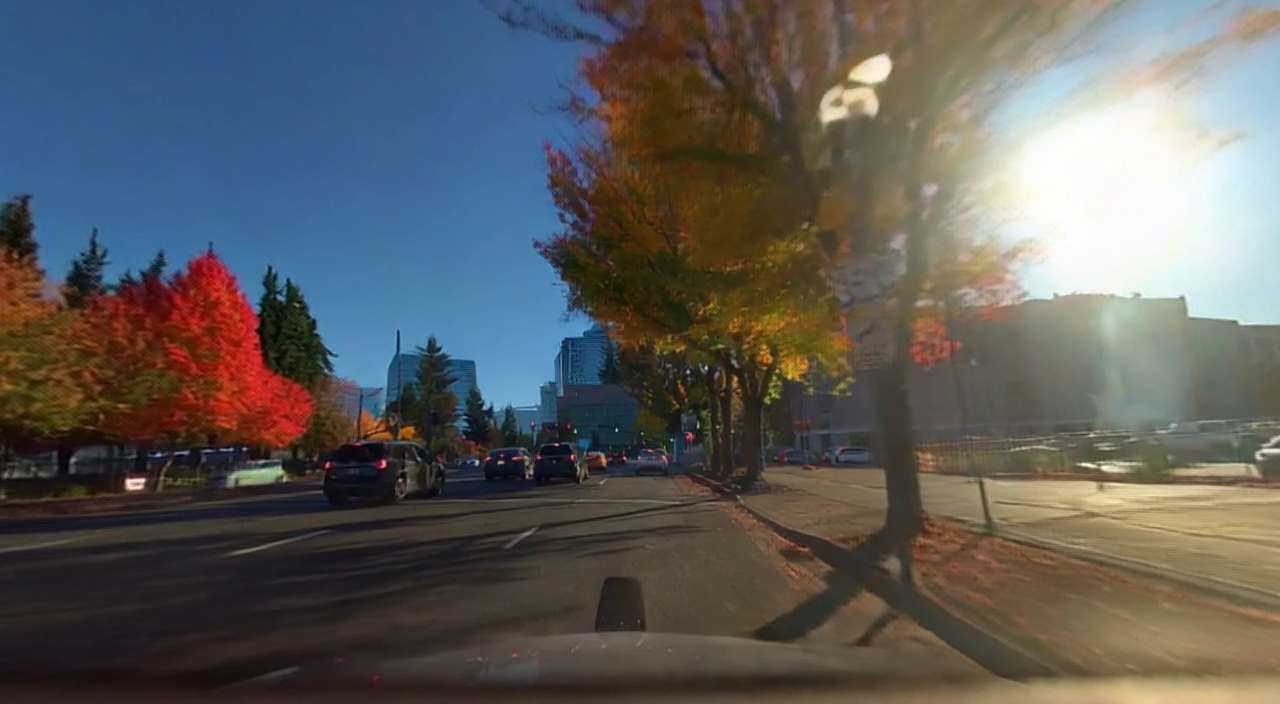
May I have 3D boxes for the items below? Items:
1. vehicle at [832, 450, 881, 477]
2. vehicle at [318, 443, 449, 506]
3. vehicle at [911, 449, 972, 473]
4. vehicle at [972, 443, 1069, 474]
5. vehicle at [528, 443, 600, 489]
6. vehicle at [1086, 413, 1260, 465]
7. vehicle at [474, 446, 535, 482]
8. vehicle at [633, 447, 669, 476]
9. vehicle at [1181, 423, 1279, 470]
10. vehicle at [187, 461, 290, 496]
[{"bbox_3d":[14.322,7.383,41.896,1.963,1.703,4.447,0,-9,4],"label":"vehicle"},{"bbox_3d":[-7.255,3.492,18.374,1.932,1.596,4.247,0,-9,1],"label":"vehicle"},{"bbox_3d":[20.221,7.328,42.440,1.938,1.490,4.750,0,-9,2],"label":"vehicle"},{"bbox_3d":[20.347,5.706,33.892,1.899,1.521,4.410,2,-9,-11],"label":"vehicle"},{"bbox_3d":[-2.942,4.553,25.493,2.165,1.663,4.513,0,-9,2],"label":"vehicle"},{"bbox_3d":[25.508,4.272,30.448,5.755,2.030,2.287,-6,-12,17],"label":"vehicle"},{"bbox_3d":[-7.017,5.870,33.181,2.069,1.719,4.441,0,-9,2],"label":"vehicle"},{"bbox_3d":[0.643,6.898,39.713,2.144,1.704,4.028,0,-9,0],"label":"vehicle"},{"bbox_3d":[21.603,3.291,21.816,3.875,1.540,1.894,1,-9,0],"label":"vehicle"},{"bbox_3d":[-19.842,6.232,31.427,1.852,1.507,4.791,0,-9,1],"label":"vehicle"}]
